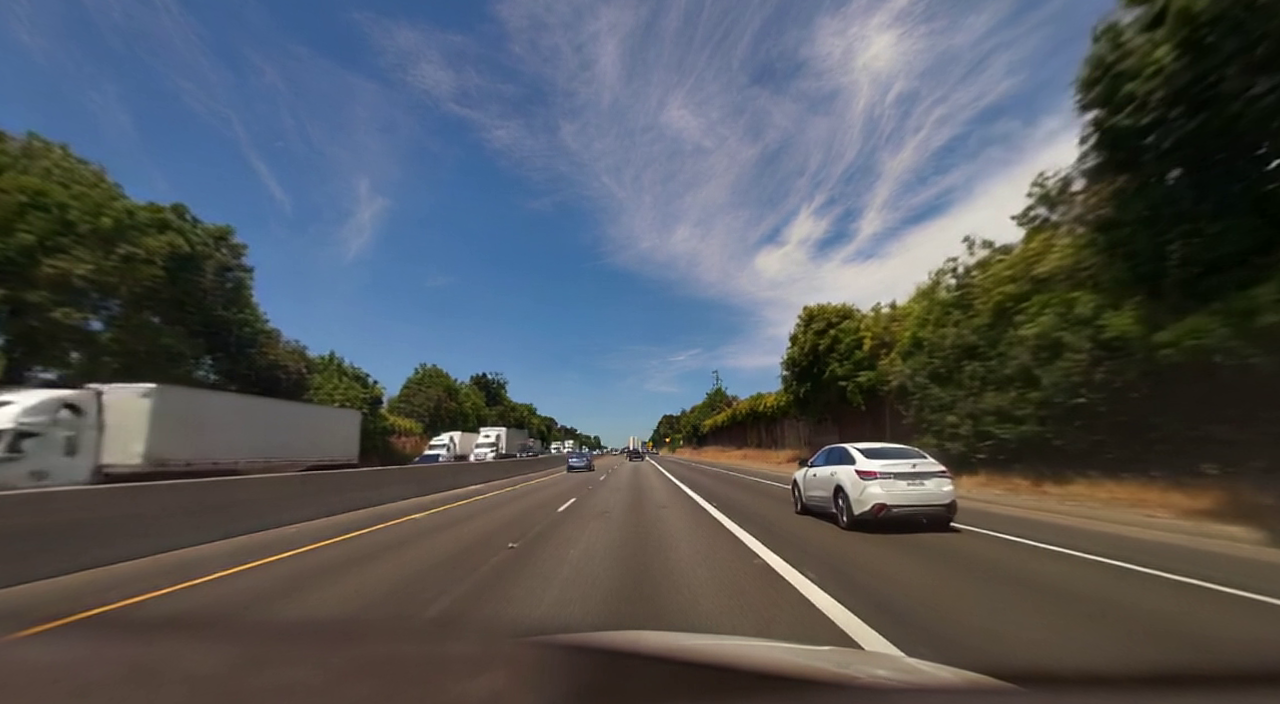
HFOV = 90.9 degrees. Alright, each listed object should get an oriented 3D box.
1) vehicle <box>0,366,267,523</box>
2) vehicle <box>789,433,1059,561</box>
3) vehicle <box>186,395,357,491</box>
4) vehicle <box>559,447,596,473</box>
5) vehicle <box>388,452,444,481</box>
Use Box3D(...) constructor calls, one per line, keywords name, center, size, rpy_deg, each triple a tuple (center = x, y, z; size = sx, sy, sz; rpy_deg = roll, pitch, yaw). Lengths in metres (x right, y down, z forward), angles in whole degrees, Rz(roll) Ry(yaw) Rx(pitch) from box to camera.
Box3D(name="vehicle", center=(-15.733, 2.808, 19.099), size=(3.010, 3.579, 9.290), rpy_deg=(0, -9, 0))
Box3D(name="vehicle", center=(3.904, 2.073, 9.734), size=(2.053, 1.504, 4.386), rpy_deg=(0, -9, -1))
Box3D(name="vehicle", center=(-15.756, 4.058, 27.871), size=(2.737, 3.637, 7.760), rpy_deg=(0, -9, 0))
Box3D(name="vehicle", center=(-3.915, 6.836, 40.125), size=(1.978, 1.539, 3.924), rpy_deg=(0, -9, 0))
Box3D(name="vehicle", center=(-12.707, 6.498, 35.975), size=(1.783, 1.511, 3.874), rpy_deg=(1, -9, -1))
